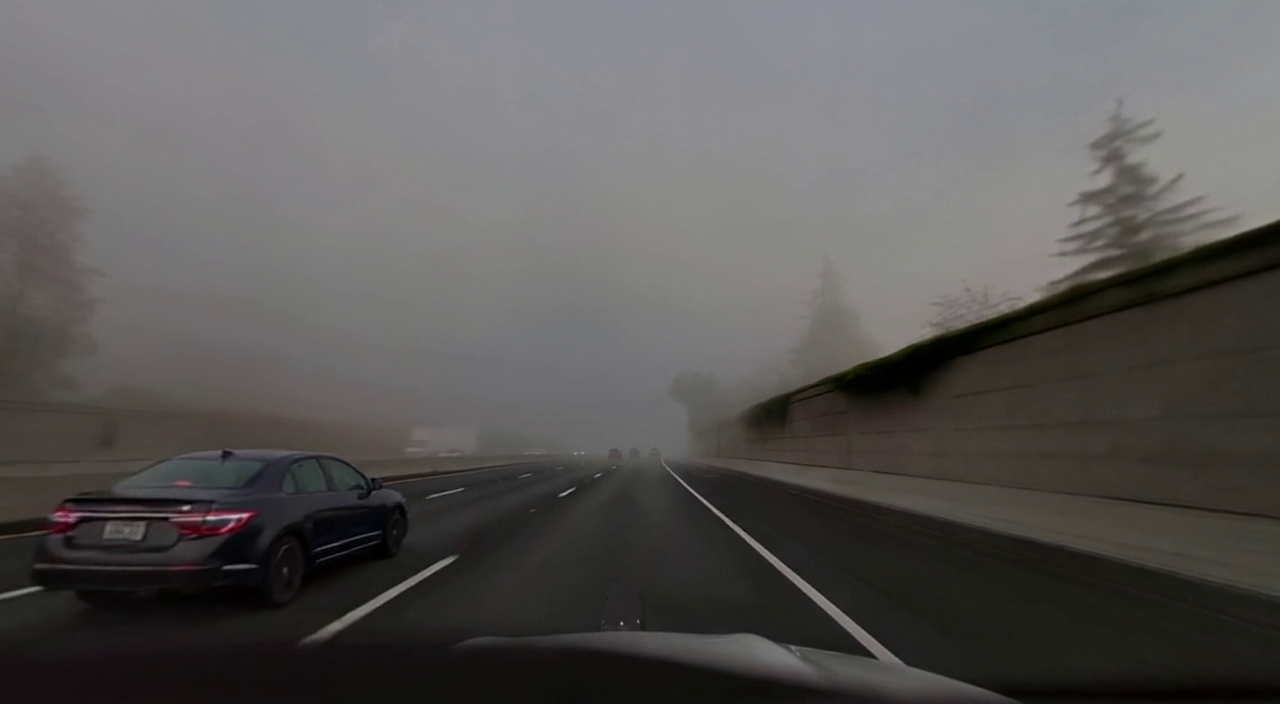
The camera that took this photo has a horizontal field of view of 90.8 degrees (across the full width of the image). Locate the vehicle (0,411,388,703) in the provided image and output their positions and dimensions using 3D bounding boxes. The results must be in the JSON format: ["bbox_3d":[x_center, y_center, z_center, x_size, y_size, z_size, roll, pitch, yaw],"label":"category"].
[{"bbox_3d":[-3.721,1.332,5.023,1.991,1.507,3.391,0,-9,0],"label":"vehicle"}]

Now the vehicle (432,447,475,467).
[{"bbox_3d":[-14.653,8.291,49.875,1.920,1.485,4.442,0,-9,2],"label":"vehicle"}]
